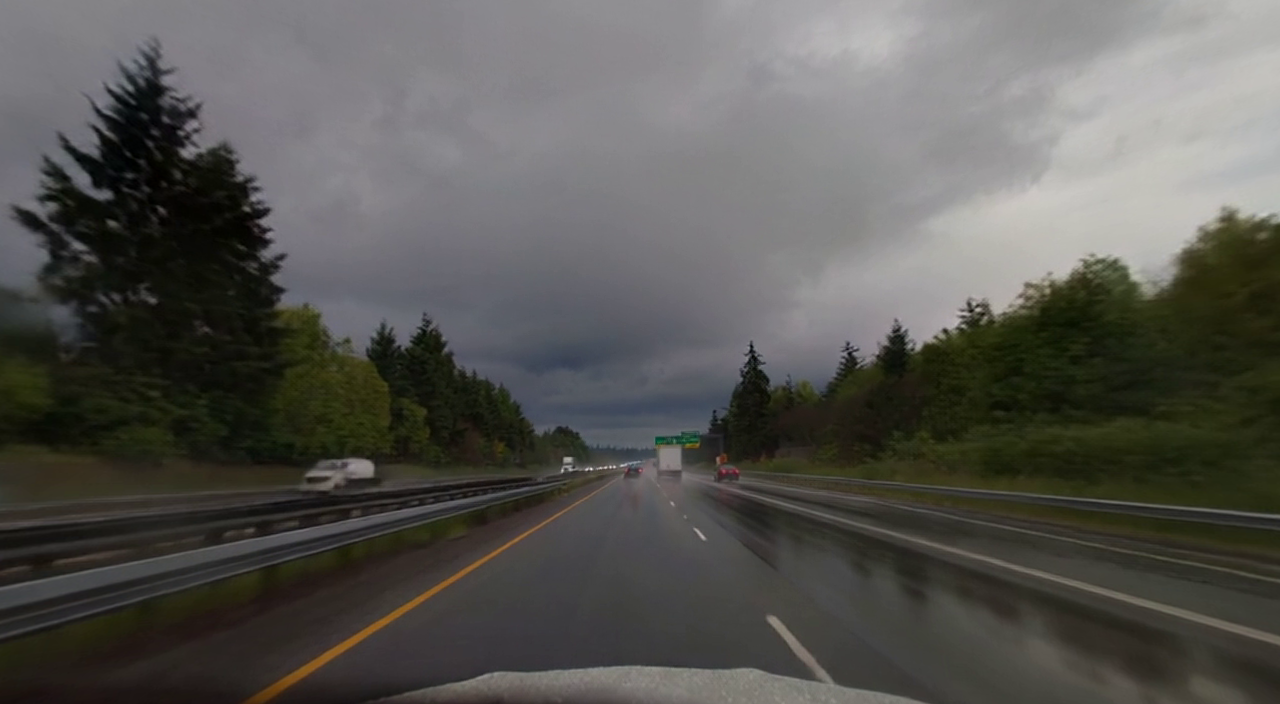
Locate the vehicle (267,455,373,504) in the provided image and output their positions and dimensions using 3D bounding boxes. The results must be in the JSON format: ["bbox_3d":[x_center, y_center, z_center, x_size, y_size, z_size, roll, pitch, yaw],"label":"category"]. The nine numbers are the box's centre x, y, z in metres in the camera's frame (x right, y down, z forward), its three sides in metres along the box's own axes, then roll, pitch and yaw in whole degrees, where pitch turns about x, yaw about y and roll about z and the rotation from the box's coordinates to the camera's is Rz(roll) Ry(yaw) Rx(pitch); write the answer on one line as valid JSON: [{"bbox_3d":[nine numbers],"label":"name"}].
[{"bbox_3d":[-12.872,5.160,25.706,2.114,1.757,4.350,1,-10,-2],"label":"vehicle"}]

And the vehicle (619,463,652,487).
[{"bbox_3d":[-0.340,7.975,40.919,2.025,1.452,3.927,1,-10,-1],"label":"vehicle"}]
